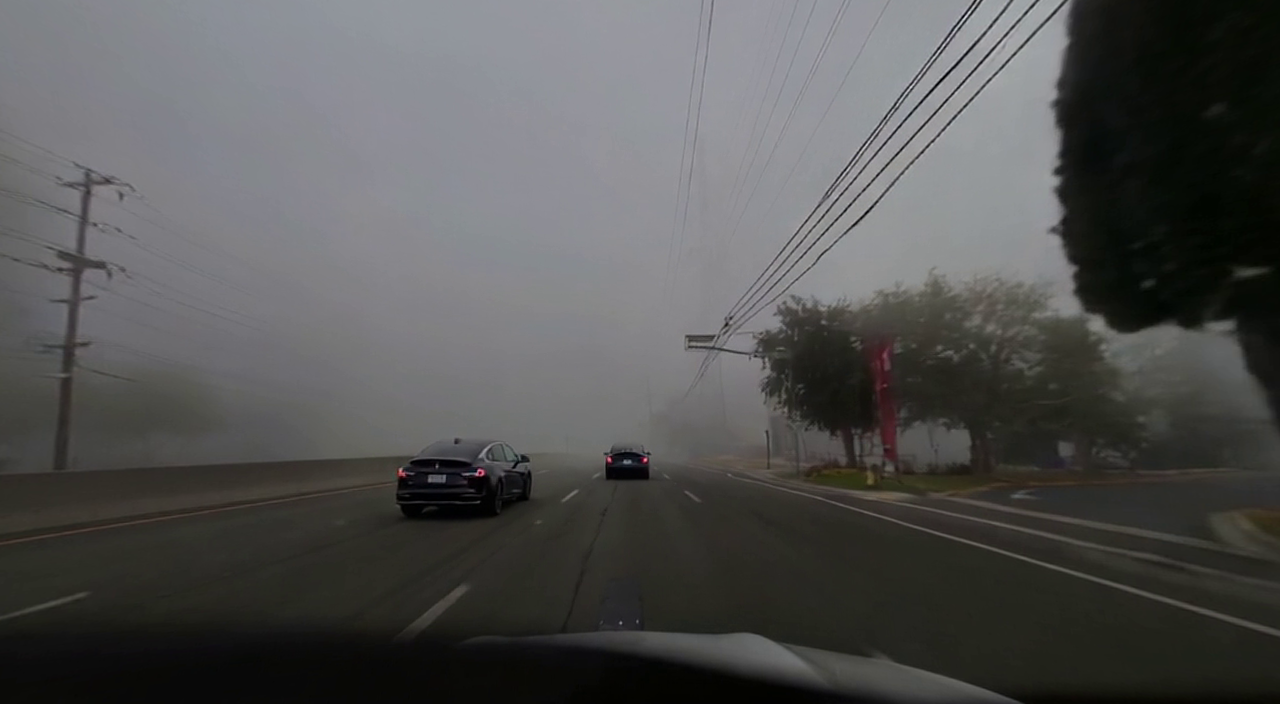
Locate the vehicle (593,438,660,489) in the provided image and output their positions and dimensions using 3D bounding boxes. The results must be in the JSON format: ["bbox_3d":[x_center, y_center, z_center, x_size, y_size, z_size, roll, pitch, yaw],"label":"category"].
[{"bbox_3d":[-0.445,3.952,22.744,2.189,1.652,4.135,0,-9,0],"label":"vehicle"}]

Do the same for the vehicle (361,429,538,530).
[{"bbox_3d":[-3.457,2.416,12.617,1.985,1.607,4.892,0,-9,0],"label":"vehicle"}]
